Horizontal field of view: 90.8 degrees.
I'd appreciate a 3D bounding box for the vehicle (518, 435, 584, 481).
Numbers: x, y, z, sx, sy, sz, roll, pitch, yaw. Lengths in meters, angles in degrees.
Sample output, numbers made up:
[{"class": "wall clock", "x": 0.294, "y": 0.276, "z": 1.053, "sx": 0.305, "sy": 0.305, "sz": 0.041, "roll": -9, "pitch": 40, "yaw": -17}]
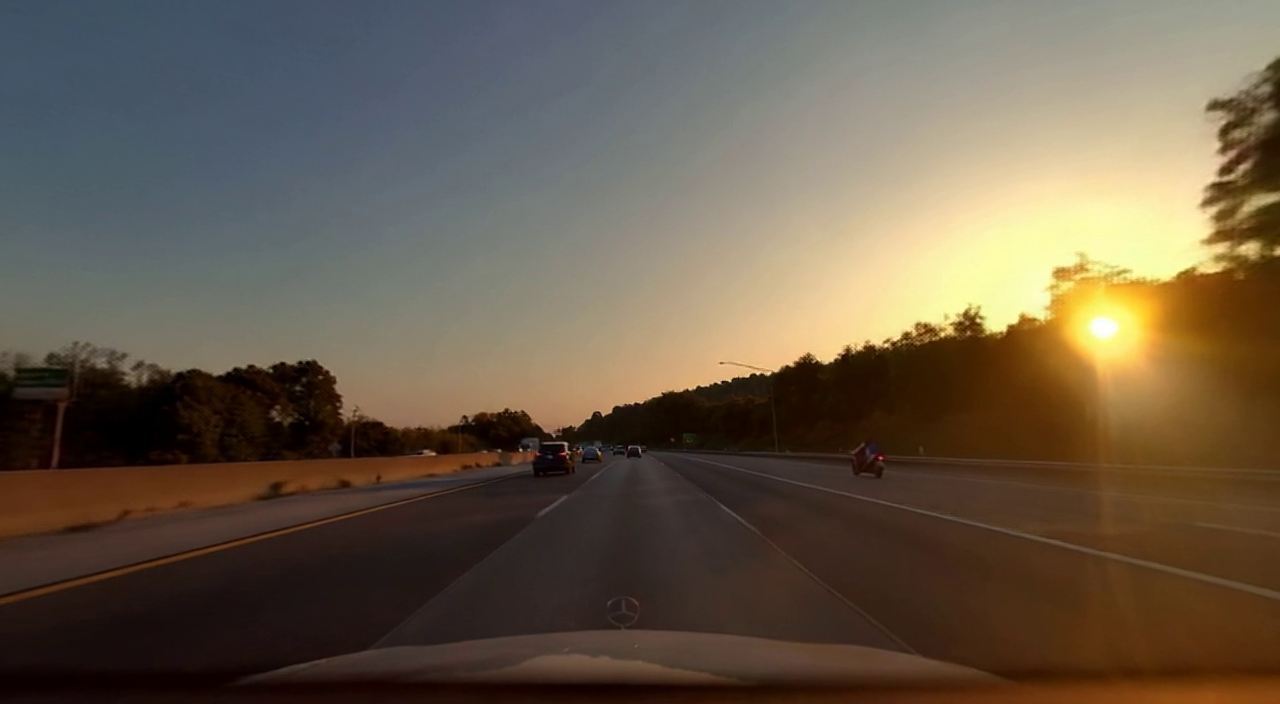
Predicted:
[{"class": "vehicle", "x": -3.663, "y": 4.472, "z": 26.869, "sx": 2.114, "sy": 1.774, "sz": 4.427, "roll": 0, "pitch": -9, "yaw": 0}]
